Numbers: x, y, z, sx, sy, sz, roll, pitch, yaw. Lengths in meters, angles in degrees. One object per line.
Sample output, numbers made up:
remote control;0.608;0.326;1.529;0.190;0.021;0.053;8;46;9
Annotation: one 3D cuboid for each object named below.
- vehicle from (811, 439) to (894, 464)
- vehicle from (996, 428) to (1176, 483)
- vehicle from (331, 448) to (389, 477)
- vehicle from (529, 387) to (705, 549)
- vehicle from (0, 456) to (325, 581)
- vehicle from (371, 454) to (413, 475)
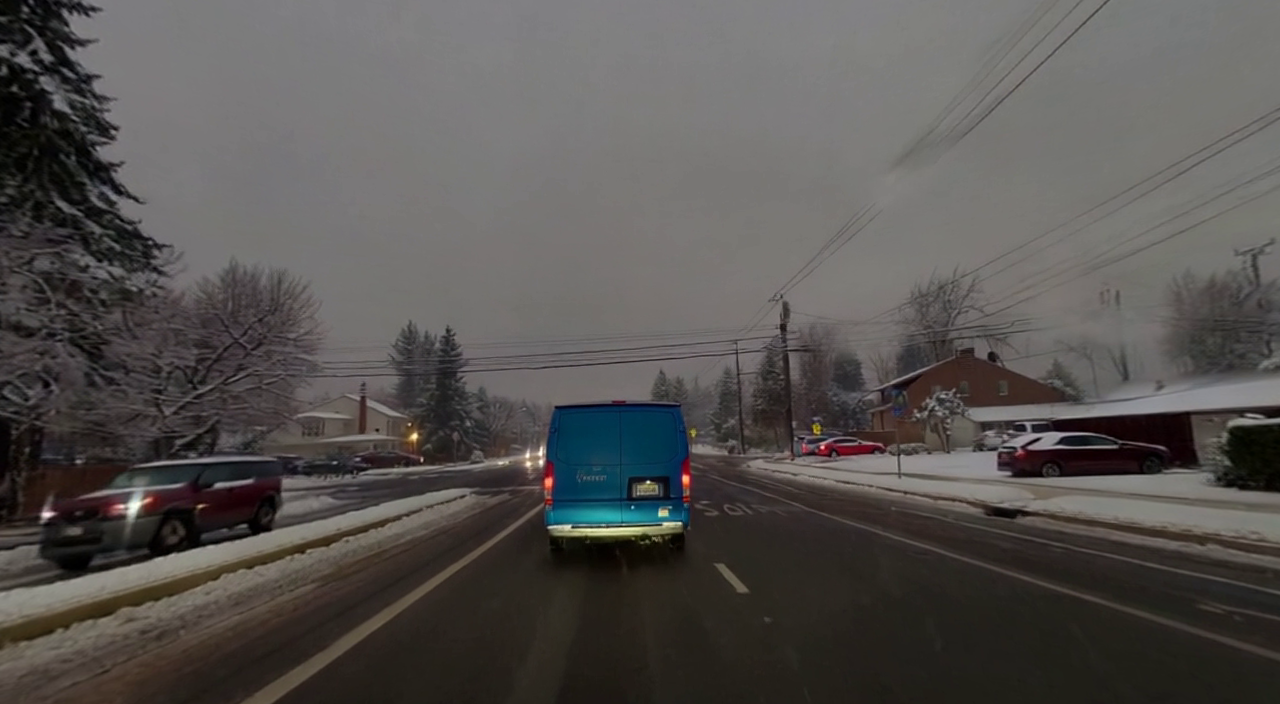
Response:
vehicle;13.091;6.166;39.088;4.483;1.463;1.805;0;-9;-1
vehicle;13.143;3.063;18.814;3.916;1.517;1.887;0;-9;-2
vehicle;-18.055;7.100;40.950;1.841;1.769;4.105;0;-9;-1
vehicle;-0.329;1.913;10.923;2.342;2.142;4.809;0;-9;-1
vehicle;-7.222;2.484;10.284;1.962;1.481;4.434;0;-9;-1
vehicle;-18.140;8.251;46.364;1.633;1.398;3.729;0;-9;-1
